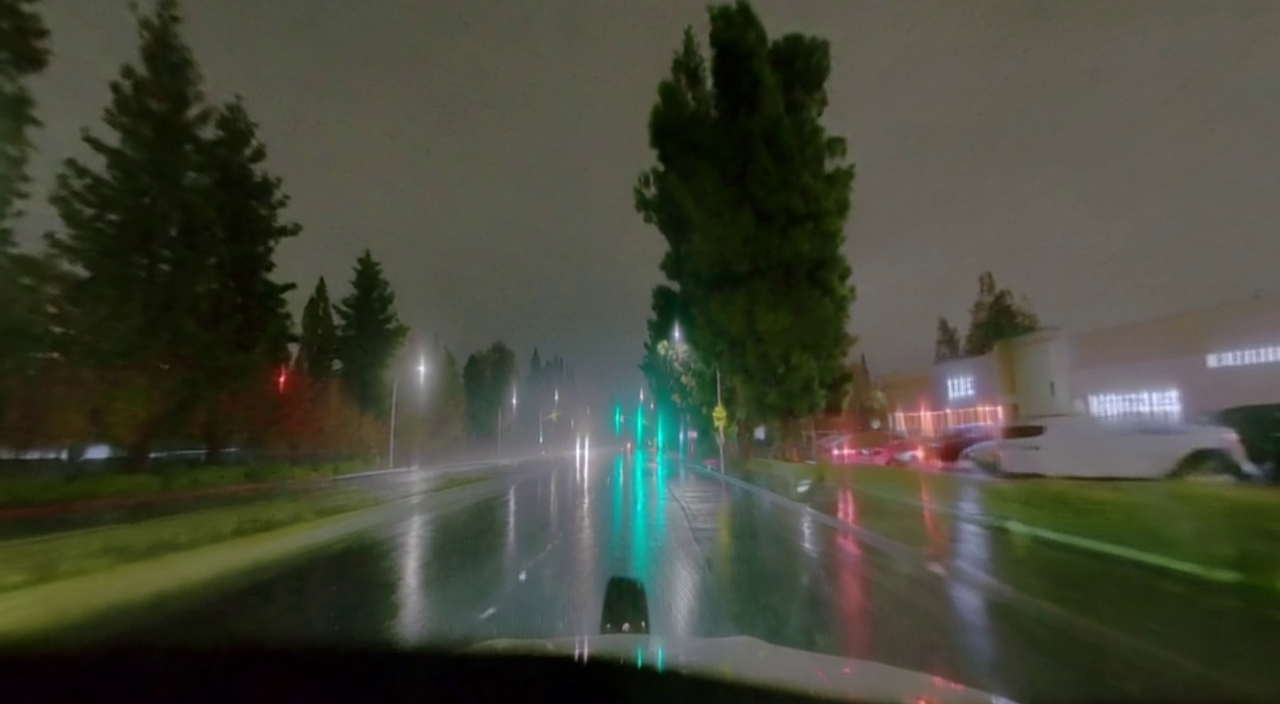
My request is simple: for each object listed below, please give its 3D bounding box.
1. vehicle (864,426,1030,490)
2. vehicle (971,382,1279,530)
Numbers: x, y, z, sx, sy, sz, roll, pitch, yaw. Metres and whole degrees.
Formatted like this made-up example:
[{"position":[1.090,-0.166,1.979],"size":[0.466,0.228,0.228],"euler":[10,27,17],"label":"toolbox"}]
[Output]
[{"position":[8.064,2.834,17.209],"size":[1.993,1.476,4.821],"euler":[0,-8,-2],"label":"vehicle"},{"position":[8.051,1.701,10.693],"size":[2.235,1.899,4.827],"euler":[-1,-8,0],"label":"vehicle"}]
